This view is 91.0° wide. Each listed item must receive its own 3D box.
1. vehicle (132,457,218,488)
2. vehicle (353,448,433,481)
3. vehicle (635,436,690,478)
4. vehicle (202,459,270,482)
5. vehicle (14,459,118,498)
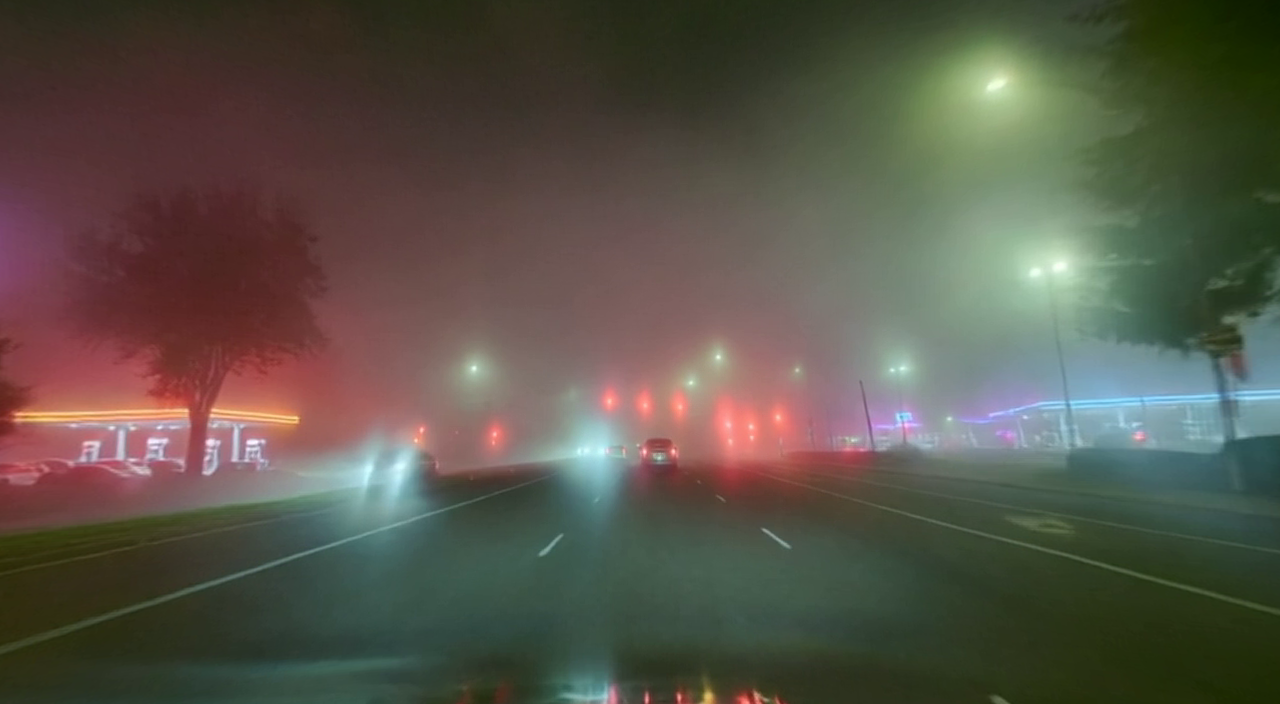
[{"bbox_3d":[-27.263,7.020,36.906,4.428,1.708,1.952,-4,-10,23],"label":"vehicle"},{"bbox_3d":[-12.004,5.471,30.925,1.911,1.489,4.423,-1,-9,4],"label":"vehicle"},{"bbox_3d":[0.956,4.596,27.672,2.213,1.715,4.242,0,-9,1],"label":"vehicle"},{"bbox_3d":[-27.659,8.070,43.058,4.538,1.469,1.912,-5,-10,29],"label":"vehicle"},{"bbox_3d":[-27.346,5.952,29.962,4.662,1.677,2.026,-5,-10,28],"label":"vehicle"}]
